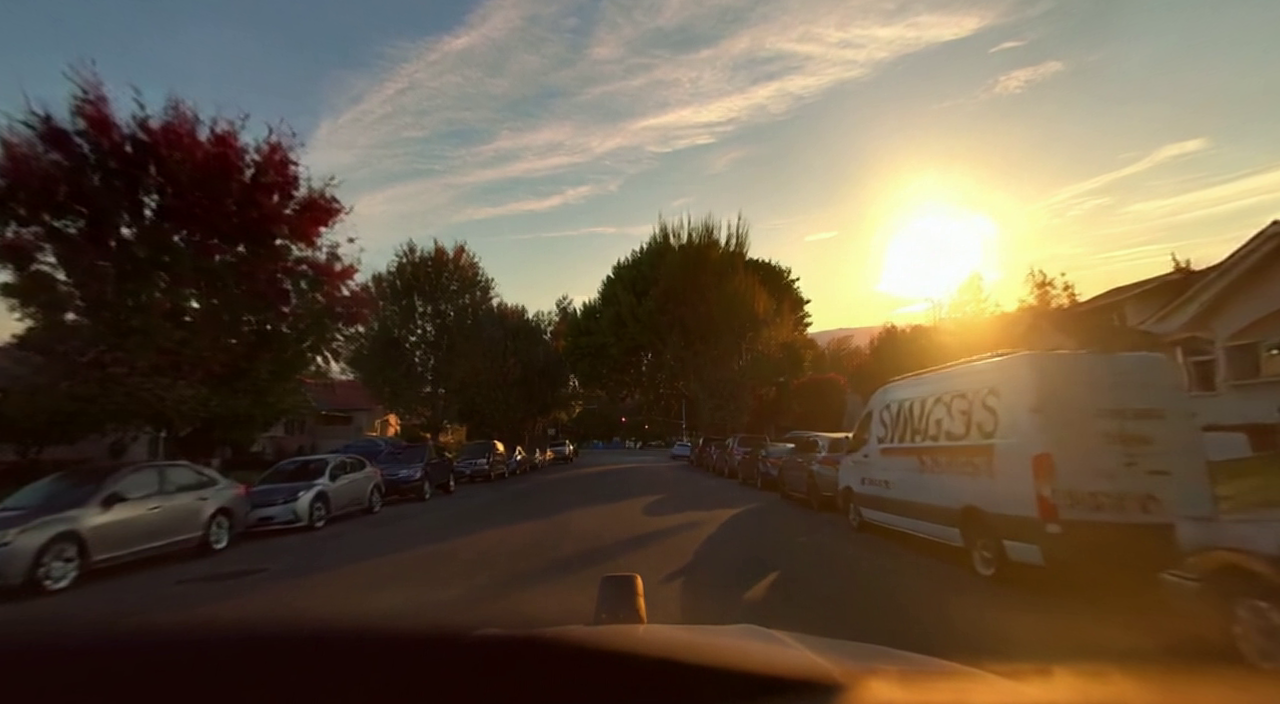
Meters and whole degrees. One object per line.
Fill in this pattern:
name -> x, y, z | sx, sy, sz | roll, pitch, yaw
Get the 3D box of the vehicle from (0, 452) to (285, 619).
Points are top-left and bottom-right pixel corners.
vehicle -> -6.782, 2.015, 7.894 | 1.869, 1.467, 4.921 | 0, -8, 0

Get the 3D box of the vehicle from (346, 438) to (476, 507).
vehicle -> -6.954, 3.678, 19.968 | 2.162, 1.846, 5.426 | 0, -8, -1

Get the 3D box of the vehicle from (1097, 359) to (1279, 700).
vehicle -> 4.301, 0.659, 1.505 | 1.907, 1.768, 6.059 | 0, -8, 0

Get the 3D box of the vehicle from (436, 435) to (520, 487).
vehicle -> -6.950, 4.727, 27.884 | 2.195, 2.023, 6.055 | 0, -8, -1

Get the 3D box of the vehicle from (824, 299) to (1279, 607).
vehicle -> 4.535, 1.259, 8.388 | 2.178, 2.656, 5.712 | 0, -9, -3

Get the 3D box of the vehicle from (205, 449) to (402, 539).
vehicle -> -6.847, 2.867, 13.577 | 1.828, 1.468, 4.738 | -2, -8, -3
